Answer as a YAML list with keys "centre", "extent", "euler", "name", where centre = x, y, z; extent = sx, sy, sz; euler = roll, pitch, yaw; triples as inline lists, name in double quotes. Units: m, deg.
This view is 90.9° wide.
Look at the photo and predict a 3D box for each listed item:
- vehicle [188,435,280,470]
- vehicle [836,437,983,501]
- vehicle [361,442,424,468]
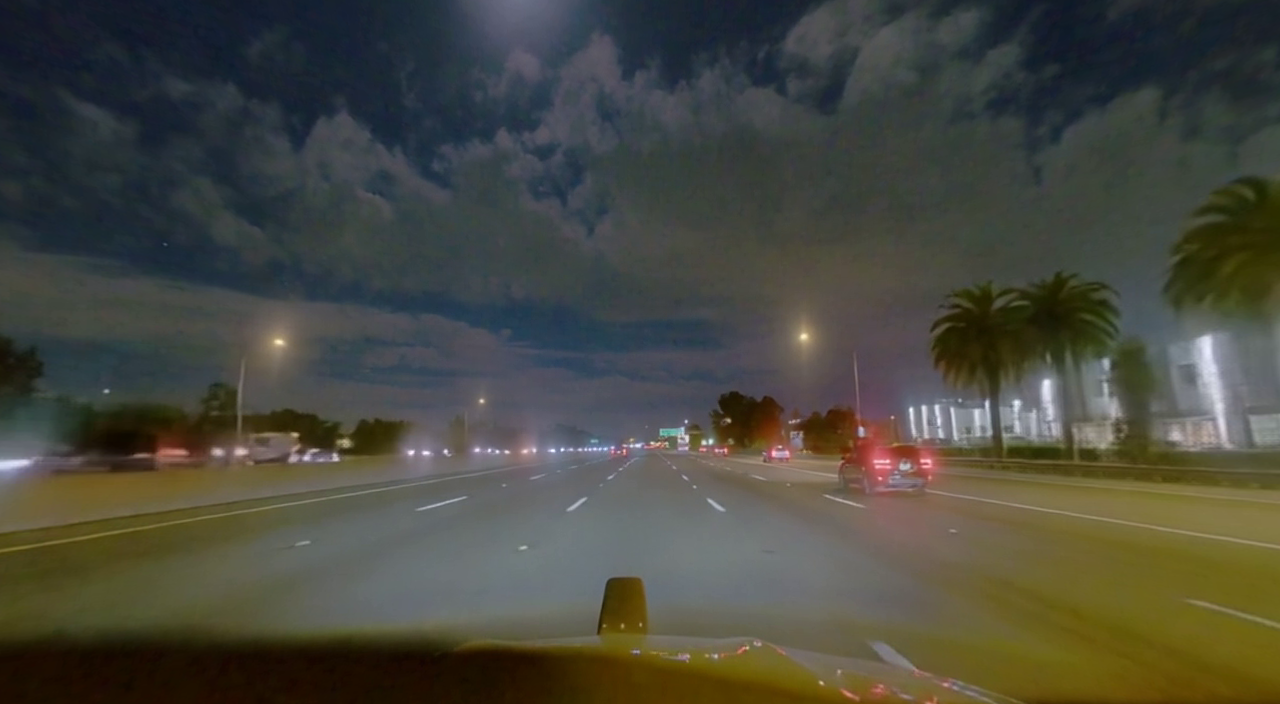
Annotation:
- centre: [-21.465, 5.341, 33.597]
  extent: [1.894, 1.719, 4.407]
  euler: [0, -8, 1]
  name: "vehicle"
- centre: [7.295, 3.206, 17.740]
  extent: [2.071, 1.543, 4.702]
  euler: [0, -8, 0]
  name: "vehicle"
- centre: [-14.946, 6.243, 38.344]
  extent: [1.886, 1.458, 4.457]
  euler: [0, -8, 2]
  name: "vehicle"
